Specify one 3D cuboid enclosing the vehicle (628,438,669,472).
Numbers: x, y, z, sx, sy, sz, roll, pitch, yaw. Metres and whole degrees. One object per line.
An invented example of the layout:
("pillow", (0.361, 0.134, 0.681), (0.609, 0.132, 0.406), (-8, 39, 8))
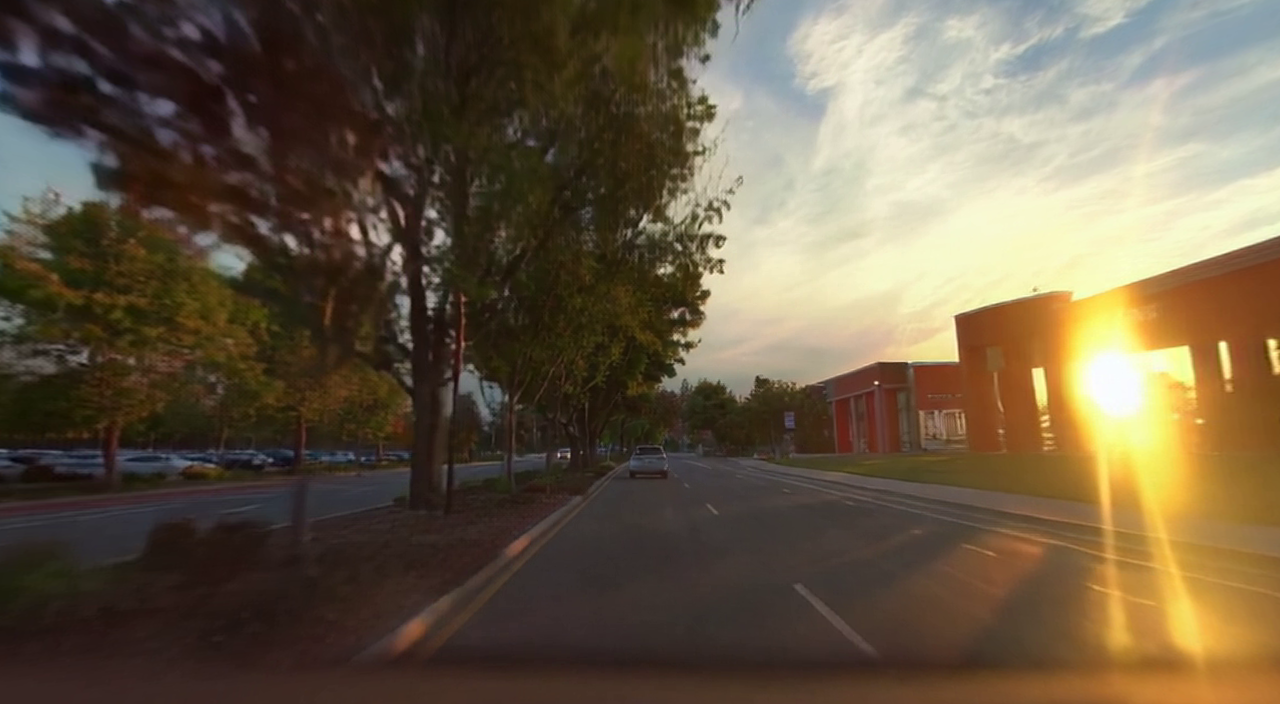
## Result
("vehicle", (0.468, 5.619, 34.553), (2.123, 1.703, 4.292), (0, -8, 1))
